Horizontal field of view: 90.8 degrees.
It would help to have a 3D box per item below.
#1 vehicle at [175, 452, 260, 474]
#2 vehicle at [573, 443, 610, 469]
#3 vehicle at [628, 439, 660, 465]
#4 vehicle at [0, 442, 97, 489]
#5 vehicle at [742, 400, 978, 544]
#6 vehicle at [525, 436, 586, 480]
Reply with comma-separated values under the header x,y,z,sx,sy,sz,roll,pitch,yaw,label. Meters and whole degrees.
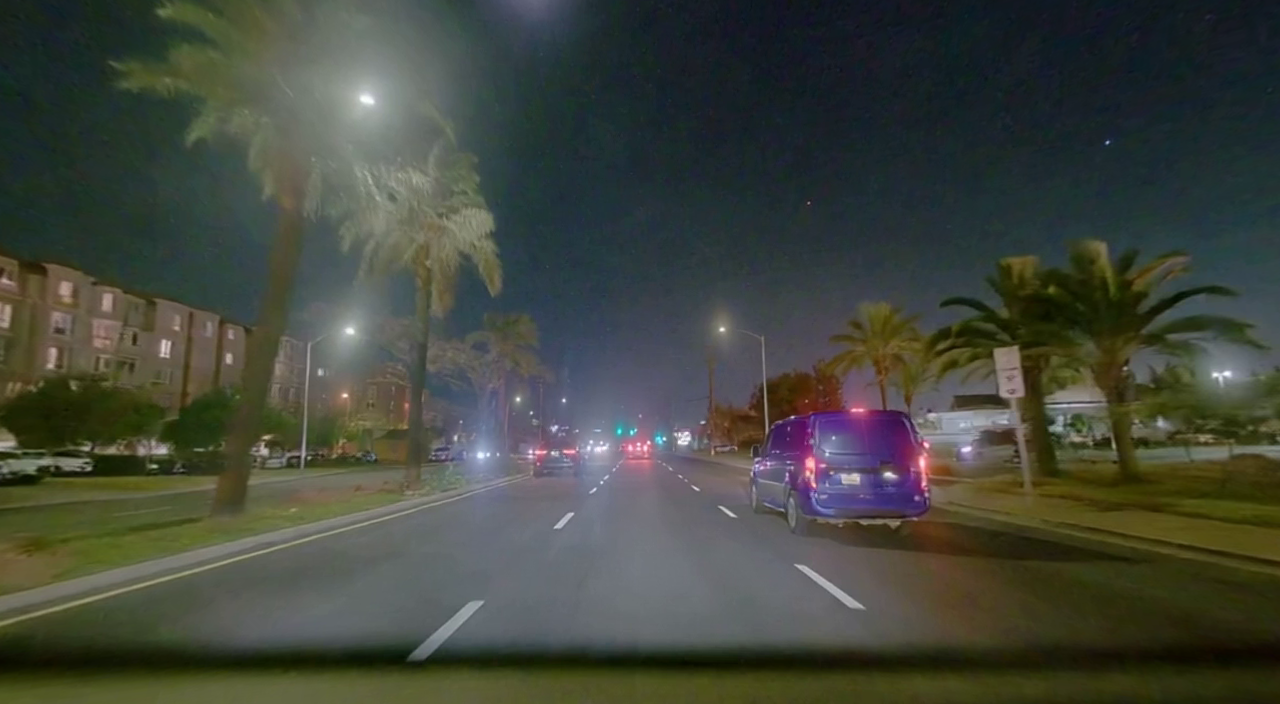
x,y,z,sx,sy,sz,roll,pitch,yaw,label
-28.595,7.505,42.819,4.371,1.393,1.867,0,-9,-1,vehicle
-2.803,6.142,37.505,1.869,1.454,4.142,0,-8,0,vehicle
0.240,7.105,45.183,2.191,1.761,3.857,0,-9,0,vehicle
-29.099,5.144,28.825,6.396,2.029,2.355,0,-8,0,vehicle
3.346,1.960,10.946,2.234,1.912,4.847,0,-9,-1,vehicle
-3.477,4.433,26.707,1.967,1.703,4.157,0,-8,1,vehicle
